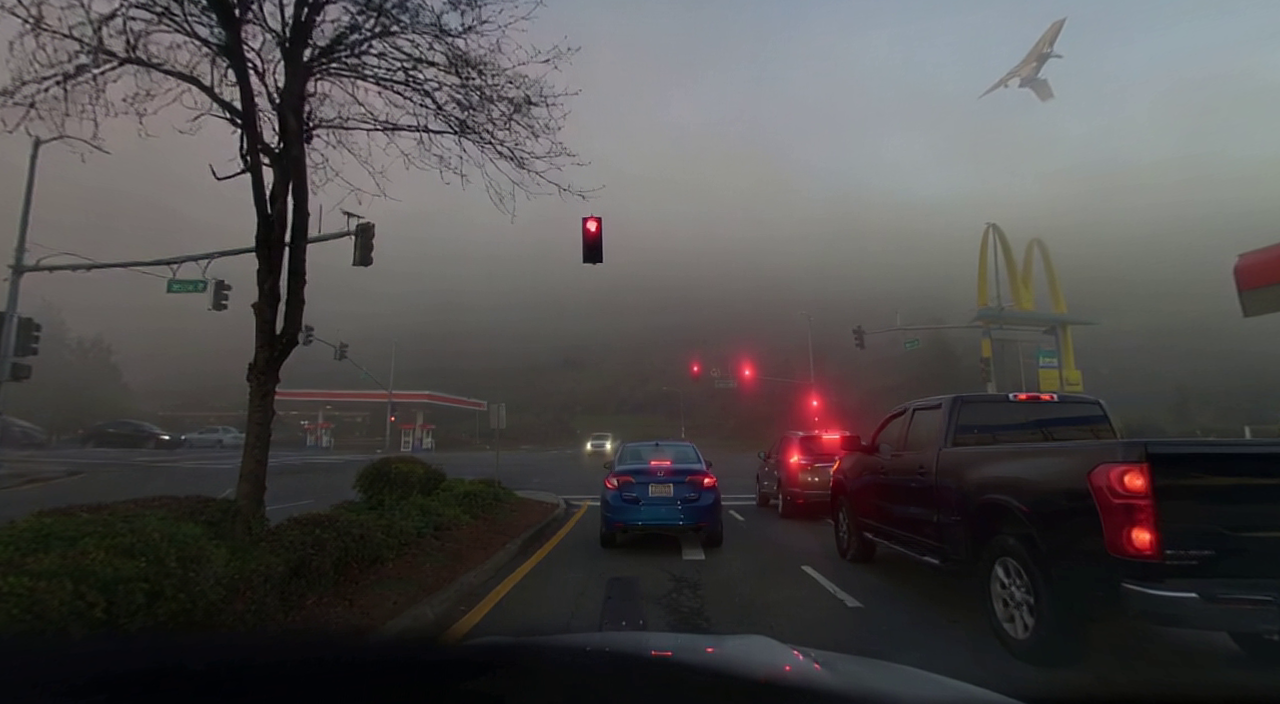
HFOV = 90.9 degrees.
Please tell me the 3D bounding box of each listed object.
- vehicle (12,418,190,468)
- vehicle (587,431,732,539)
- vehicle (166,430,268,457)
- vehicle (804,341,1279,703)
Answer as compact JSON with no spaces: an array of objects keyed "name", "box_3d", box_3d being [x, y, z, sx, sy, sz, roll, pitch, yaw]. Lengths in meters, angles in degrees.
[{"name":"vehicle","box_3d":[-19.713,3.358,23.222,4.742,1.720,2.107,-1,-8,5]},{"name":"vehicle","box_3d":[0.260,2.157,10.834,2.027,1.494,3.824,0,-8,0]},{"name":"vehicle","box_3d":[-23.098,5.032,34.503,4.326,1.420,1.798,-1,-8,4]},{"name":"vehicle","box_3d":[3.542,1.319,6.104,2.277,1.871,6.143,0,-8,0]}]
